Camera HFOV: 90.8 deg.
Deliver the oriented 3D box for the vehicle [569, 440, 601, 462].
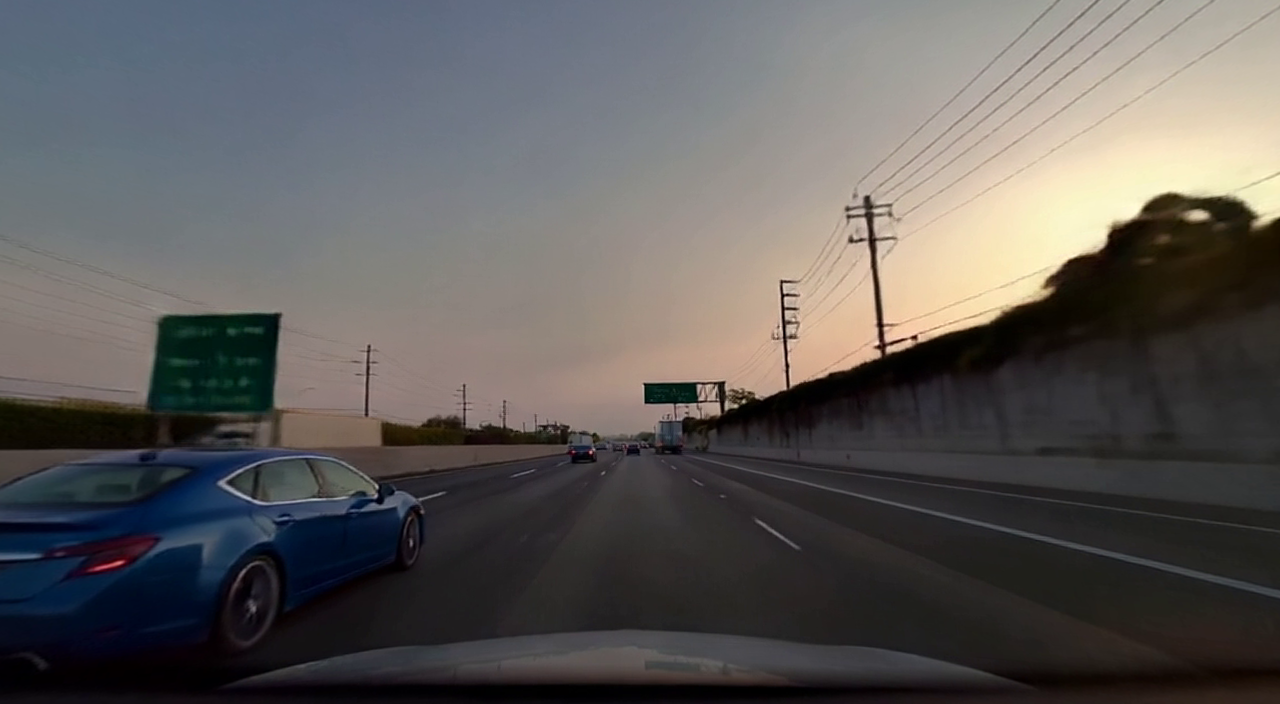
[{"bbox_3d":[-3.995,7.286,46.389,2.009,1.533,4.175,0,-9,0],"label":"vehicle"}]
